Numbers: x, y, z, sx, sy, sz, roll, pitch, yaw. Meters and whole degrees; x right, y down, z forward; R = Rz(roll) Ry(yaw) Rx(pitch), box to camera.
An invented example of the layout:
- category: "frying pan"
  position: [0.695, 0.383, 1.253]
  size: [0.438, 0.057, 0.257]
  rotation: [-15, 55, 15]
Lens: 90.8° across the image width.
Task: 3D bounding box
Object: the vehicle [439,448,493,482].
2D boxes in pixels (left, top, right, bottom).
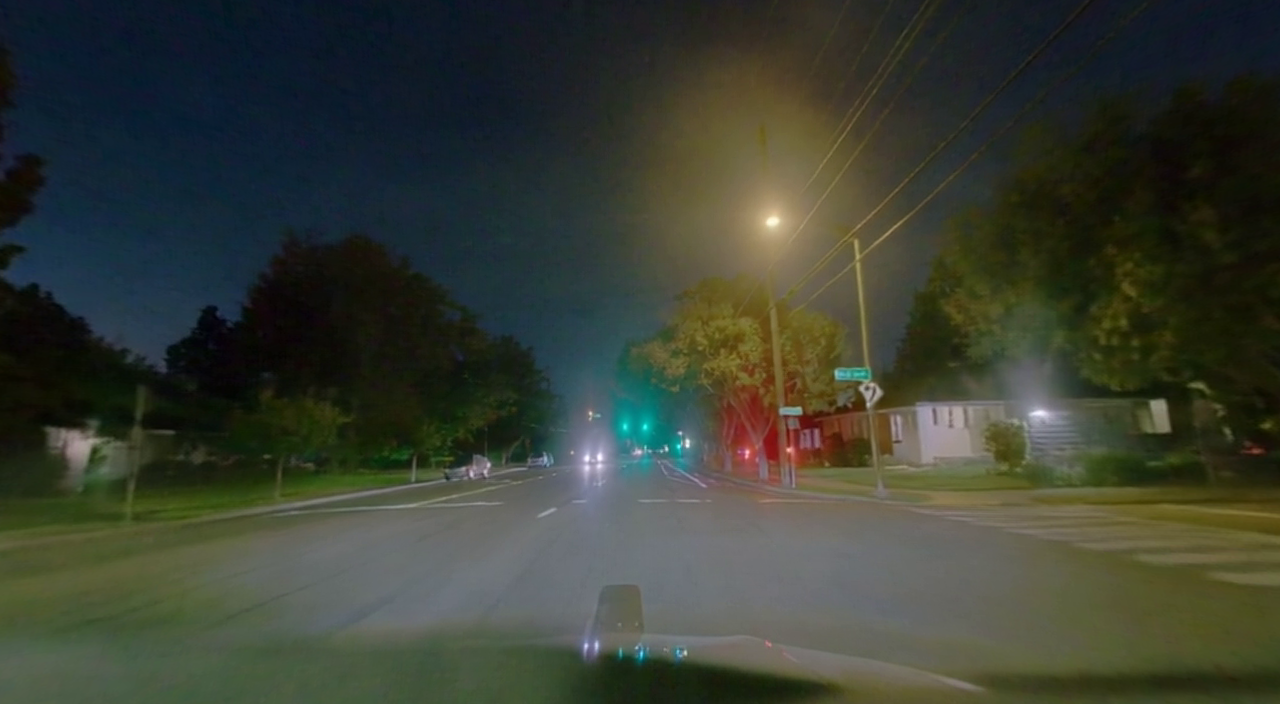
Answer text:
- category: "vehicle"
  position: [-10.999, 7.137, 40.306]
  size: [2.024, 1.795, 5.054]
  rotation: [-6, -9, -2]

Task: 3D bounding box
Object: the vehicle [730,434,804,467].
- category: "vehicle"
  position: [9.941, 7.645, 49.353]
  size: [5.565, 2.036, 1.907]
  rotation: [-1, -5, -26]
